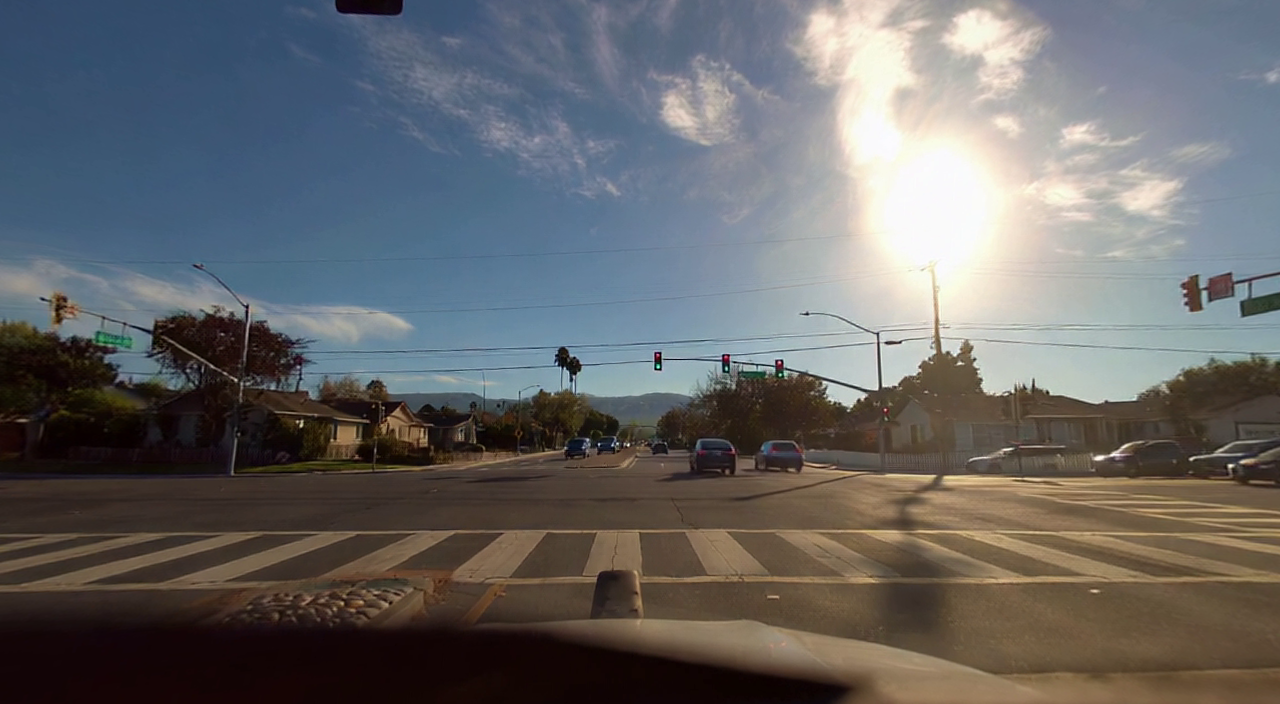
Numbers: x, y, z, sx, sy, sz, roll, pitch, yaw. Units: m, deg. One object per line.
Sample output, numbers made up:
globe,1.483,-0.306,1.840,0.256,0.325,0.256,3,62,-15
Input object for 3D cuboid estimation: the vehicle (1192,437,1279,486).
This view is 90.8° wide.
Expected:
vehicle,23.651,4.040,23.453,4.417,1.725,1.969,0,-9,-1

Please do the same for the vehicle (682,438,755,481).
vehicle,2.929,4.173,24.759,2.142,1.506,4.948,0,-9,-1

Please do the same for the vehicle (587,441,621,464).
vehicle,-2.364,6.713,42.285,2.045,1.484,3.991,0,-9,0

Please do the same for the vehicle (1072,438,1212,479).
vehicle,23.523,4.988,29.732,4.807,1.835,2.033,0,-9,-1

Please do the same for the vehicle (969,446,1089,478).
vehicle,19.761,5.605,32.229,4.874,1.544,1.779,0,-9,1

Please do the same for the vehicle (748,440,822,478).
vehicle,6.255,4.676,27.839,2.074,1.530,4.565,0,-9,-1
